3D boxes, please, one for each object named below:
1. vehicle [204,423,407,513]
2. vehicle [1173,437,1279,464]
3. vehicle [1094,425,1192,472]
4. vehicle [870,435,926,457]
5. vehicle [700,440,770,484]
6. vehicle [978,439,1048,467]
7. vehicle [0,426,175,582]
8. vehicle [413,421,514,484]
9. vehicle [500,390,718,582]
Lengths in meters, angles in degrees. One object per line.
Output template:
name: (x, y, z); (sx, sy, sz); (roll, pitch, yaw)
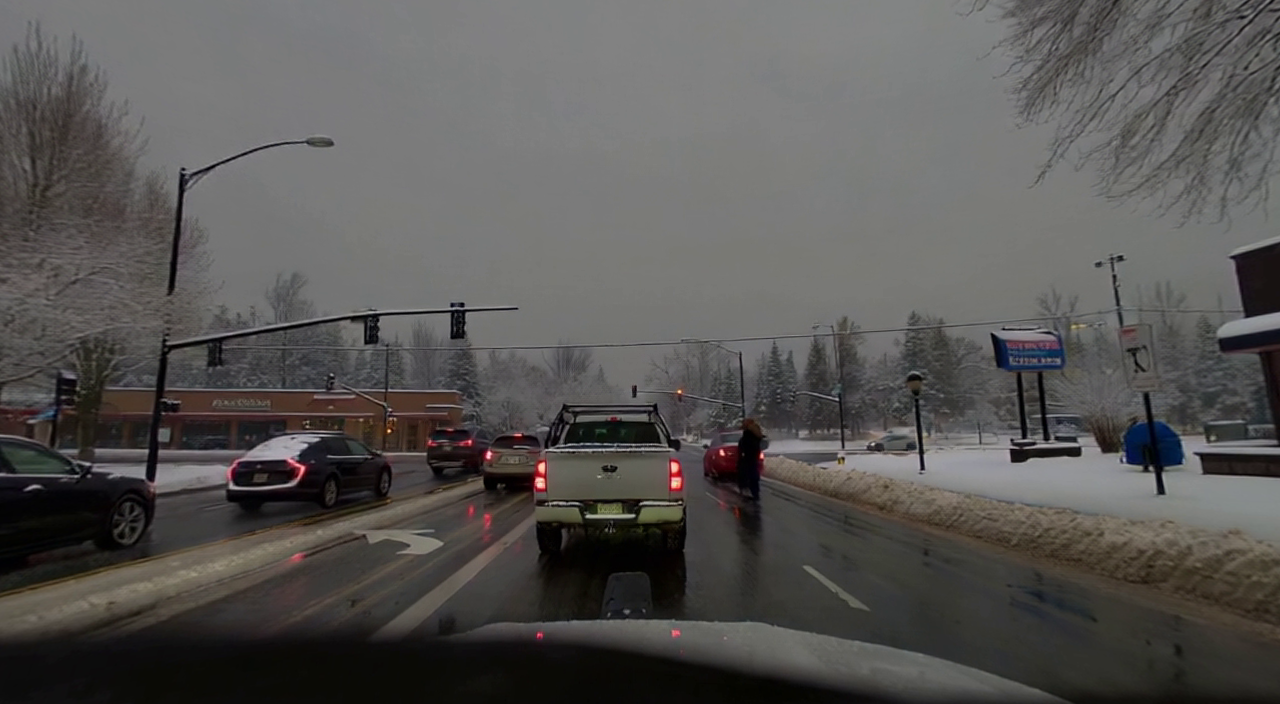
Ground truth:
vehicle: (-7.122, 2.510, 14.116); (1.941, 1.655, 4.503); (0, -8, 2)
vehicle: (29.728, 4.939, 31.660); (4.176, 1.313, 1.719); (0, -8, 2)
vehicle: (19.224, 3.658, 24.041); (4.156, 1.622, 1.924); (7, -11, -38)
vehicle: (20.104, 7.320, 49.045); (4.361, 1.653, 2.034); (6, -11, -37)
vehicle: (3.424, 4.046, 23.510); (2.023, 1.441, 4.240); (0, -8, 1)
vehicle: (20.102, 5.405, 33.918); (3.836, 1.443, 1.694); (5, -10, -35)
vehicle: (-6.968, 1.434, 5.938); (1.831, 1.451, 4.382); (0, -8, 0)
vehicle: (-6.460, 3.751, 23.750); (2.496, 2.112, 4.351); (0, -8, 0)
vehicle: (-0.311, 1.596, 8.231); (2.064, 1.817, 4.298); (0, -8, -1)
